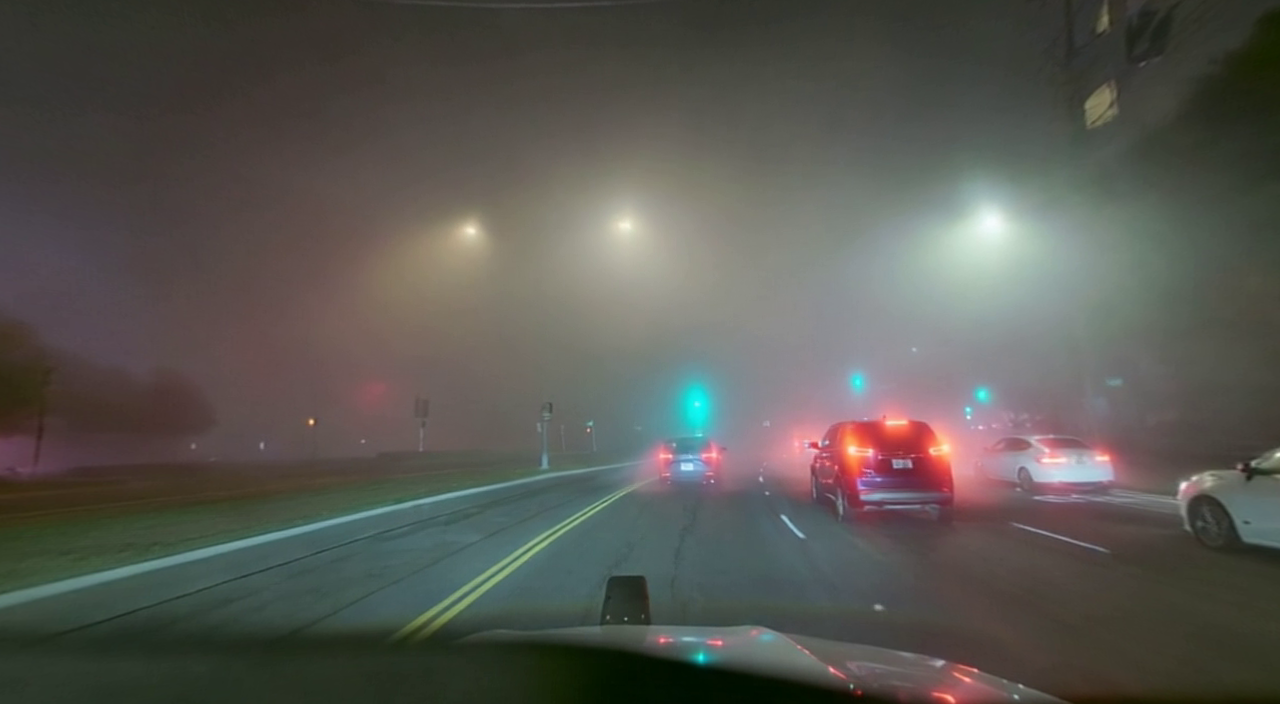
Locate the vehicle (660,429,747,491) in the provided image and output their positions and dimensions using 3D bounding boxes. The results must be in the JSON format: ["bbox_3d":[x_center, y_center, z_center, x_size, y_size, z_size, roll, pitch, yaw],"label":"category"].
[{"bbox_3d":[1.899,3.000,17.861,2.168,1.527,4.174,-1,-8,9],"label":"vehicle"}]

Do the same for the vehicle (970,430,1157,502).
[{"bbox_3d":[9.982,2.700,15.380,1.882,1.463,4.543,-1,-8,8],"label":"vehicle"}]

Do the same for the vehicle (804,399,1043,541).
[{"bbox_3d":[4.305,1.884,10.671,2.119,1.810,4.848,-1,-8,5],"label":"vehicle"}]
